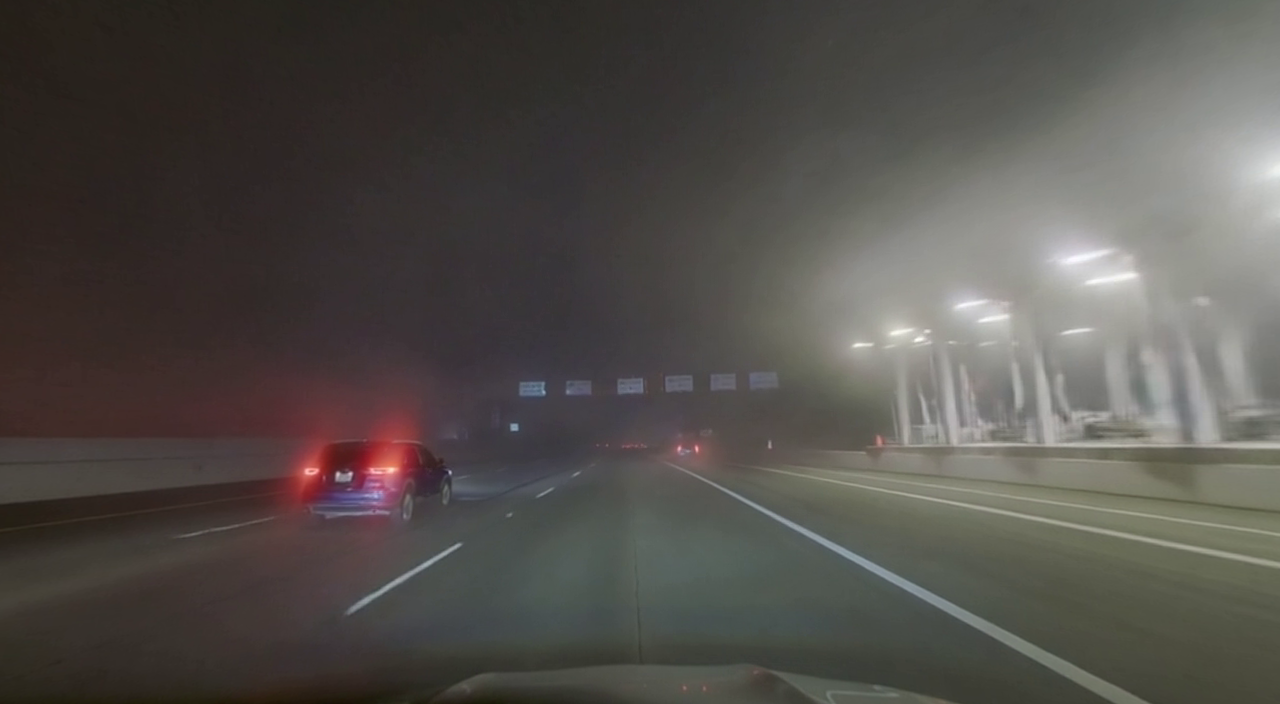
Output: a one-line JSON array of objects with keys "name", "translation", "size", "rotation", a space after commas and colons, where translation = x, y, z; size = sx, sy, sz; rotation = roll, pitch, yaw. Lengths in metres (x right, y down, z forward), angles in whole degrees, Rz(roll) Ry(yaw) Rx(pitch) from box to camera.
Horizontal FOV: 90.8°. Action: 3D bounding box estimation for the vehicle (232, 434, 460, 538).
[{"name": "vehicle", "translation": [-4.861, 2.254, 11.310], "size": [1.981, 1.465, 4.334], "rotation": [0, -8, 0]}]
